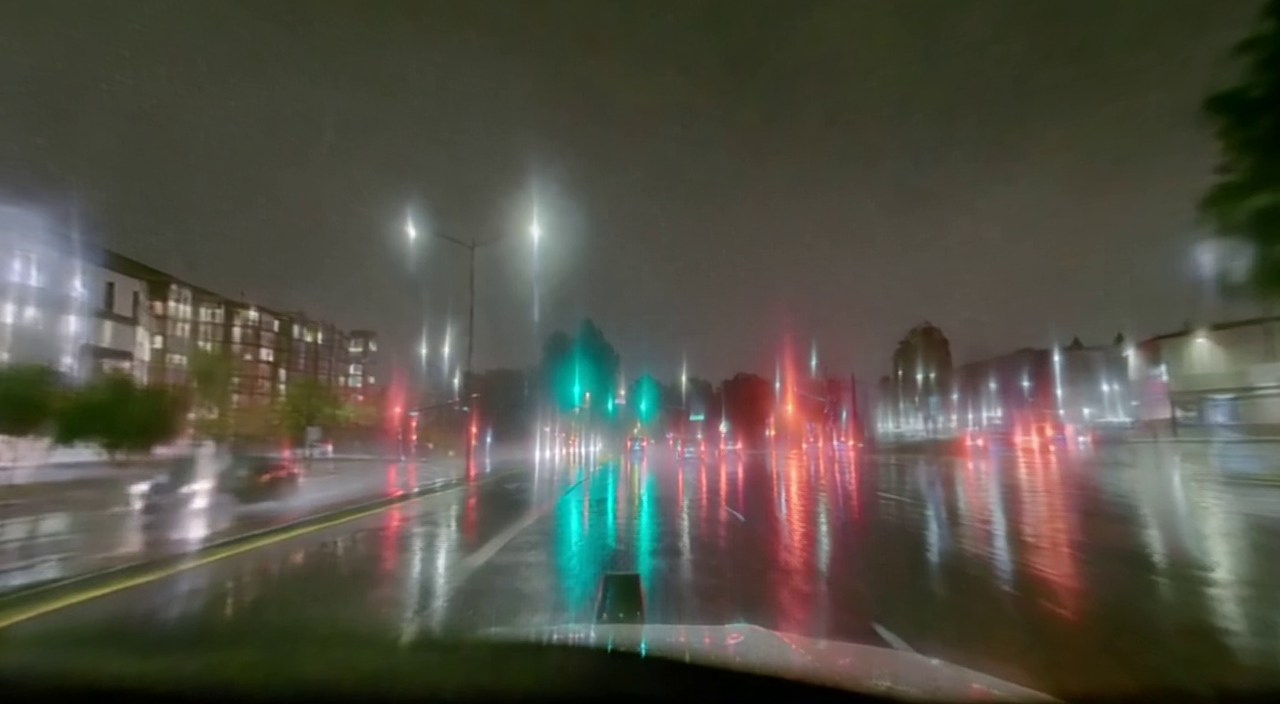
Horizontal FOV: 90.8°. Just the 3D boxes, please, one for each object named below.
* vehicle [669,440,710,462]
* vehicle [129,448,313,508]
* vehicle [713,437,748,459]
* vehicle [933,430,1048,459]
[{"bbox_3d":[3.099,6.302,40.375,2.080,1.321,4.382,0,-8,-2],"label":"vehicle"},{"bbox_3d":[-11.973,3.600,18.563,2.247,1.475,4.593,0,-8,0],"label":"vehicle"},{"bbox_3d":[6.645,7.114,46.881,1.861,1.473,4.393,0,-8,-1],"label":"vehicle"},{"bbox_3d":[23.607,6.313,42.738,6.313,1.772,2.263,-9,-11,43],"label":"vehicle"}]
